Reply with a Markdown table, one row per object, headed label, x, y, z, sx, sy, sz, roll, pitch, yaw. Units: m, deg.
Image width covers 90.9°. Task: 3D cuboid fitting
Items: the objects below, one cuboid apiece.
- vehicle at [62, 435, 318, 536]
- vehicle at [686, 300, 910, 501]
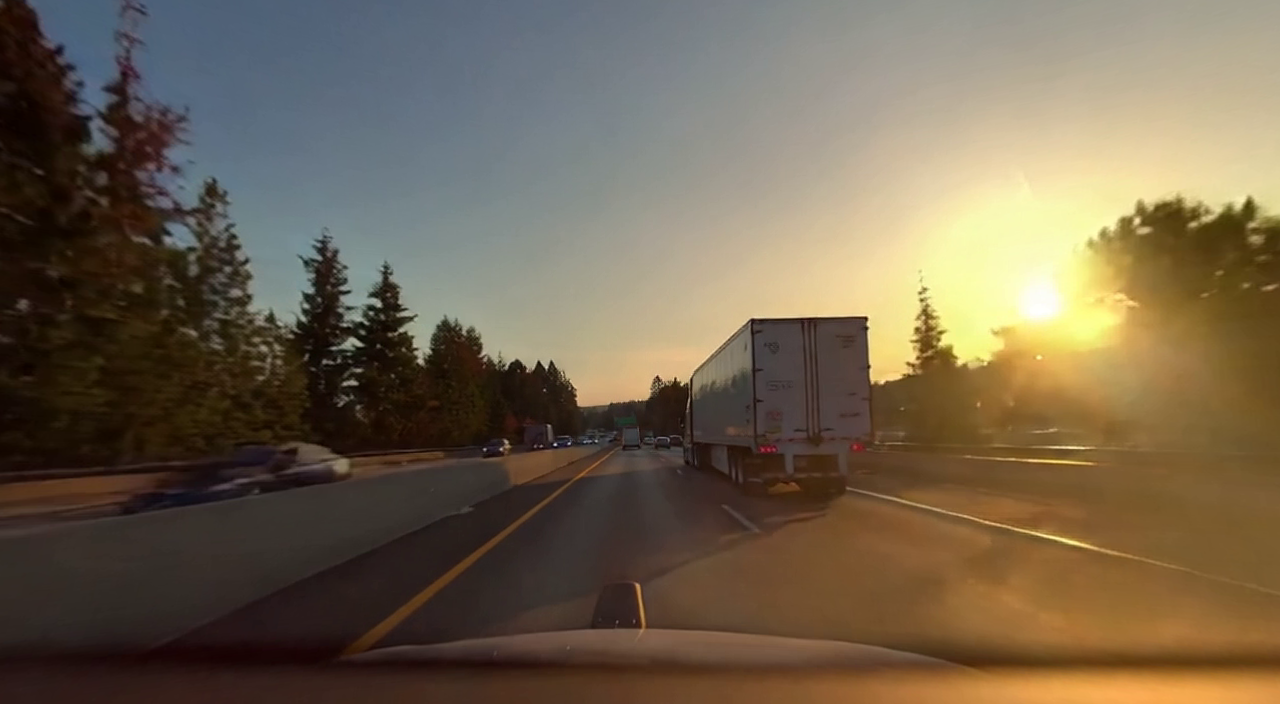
| label | x | y | z | sx | sy | sz | roll | pitch | yaw |
| --- | --- | --- | --- | --- | --- | --- | --- | --- | --- |
| vehicle | -8.029 | 2.343 | 11.825 | 1.930 | 1.542 | 3.943 | 0 | -7 | -1 |
| vehicle | 3.605 | 1.856 | 19.370 | 3.038 | 3.975 | 13.887 | 0 | -8 | -1 |
